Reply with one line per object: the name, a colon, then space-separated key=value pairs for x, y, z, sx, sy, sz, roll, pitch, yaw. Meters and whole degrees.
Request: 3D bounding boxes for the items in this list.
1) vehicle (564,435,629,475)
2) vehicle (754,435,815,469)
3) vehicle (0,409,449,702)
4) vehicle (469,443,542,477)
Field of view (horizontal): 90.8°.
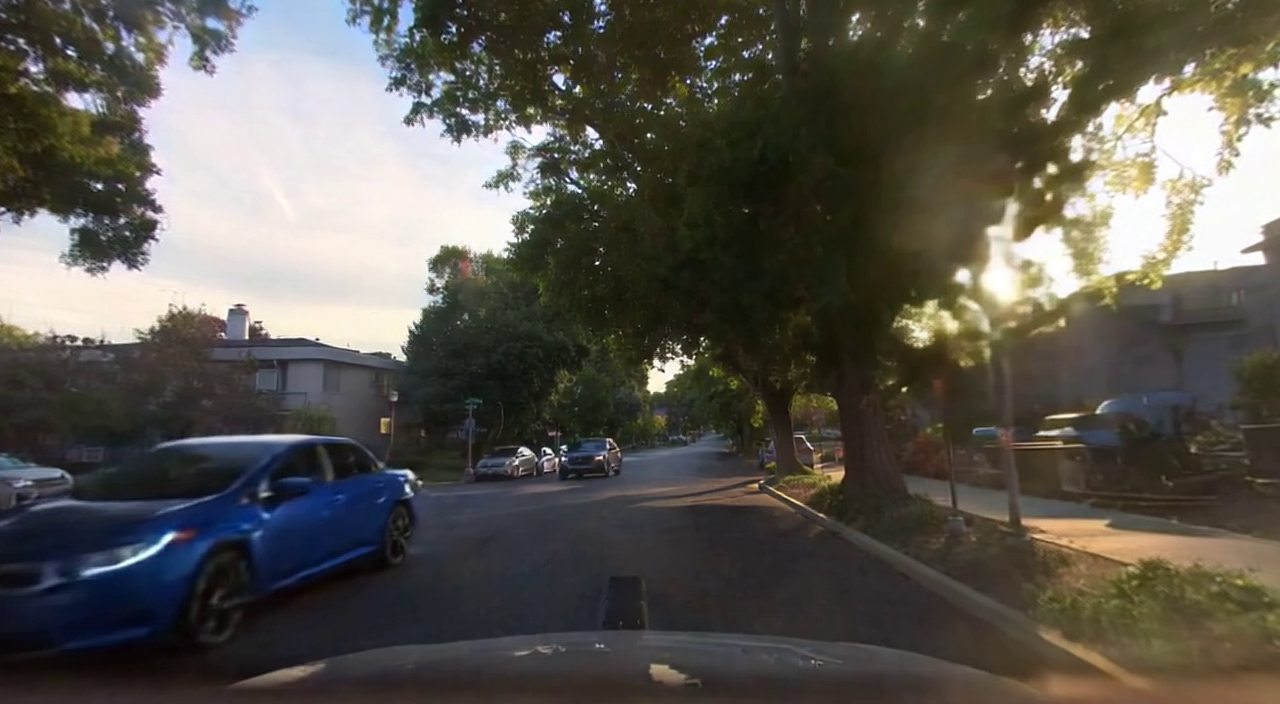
vehicle: x=-1.879 y=4.678 z=28.893 sx=2.110 sy=1.651 sz=4.410 roll=-1 pitch=-9 yaw=8
vehicle: x=6.686 y=4.685 z=29.695 sx=1.918 sy=1.461 sz=4.419 roll=0 pitch=-8 yaw=1
vehicle: x=-3.537 y=1.408 z=5.672 sx=2.056 sy=1.508 sz=4.596 roll=-1 pitch=-9 yaw=2
vehicle: x=-6.075 y=4.933 z=29.086 sx=1.968 sy=1.443 sz=4.358 roll=-1 pitch=-9 yaw=6
